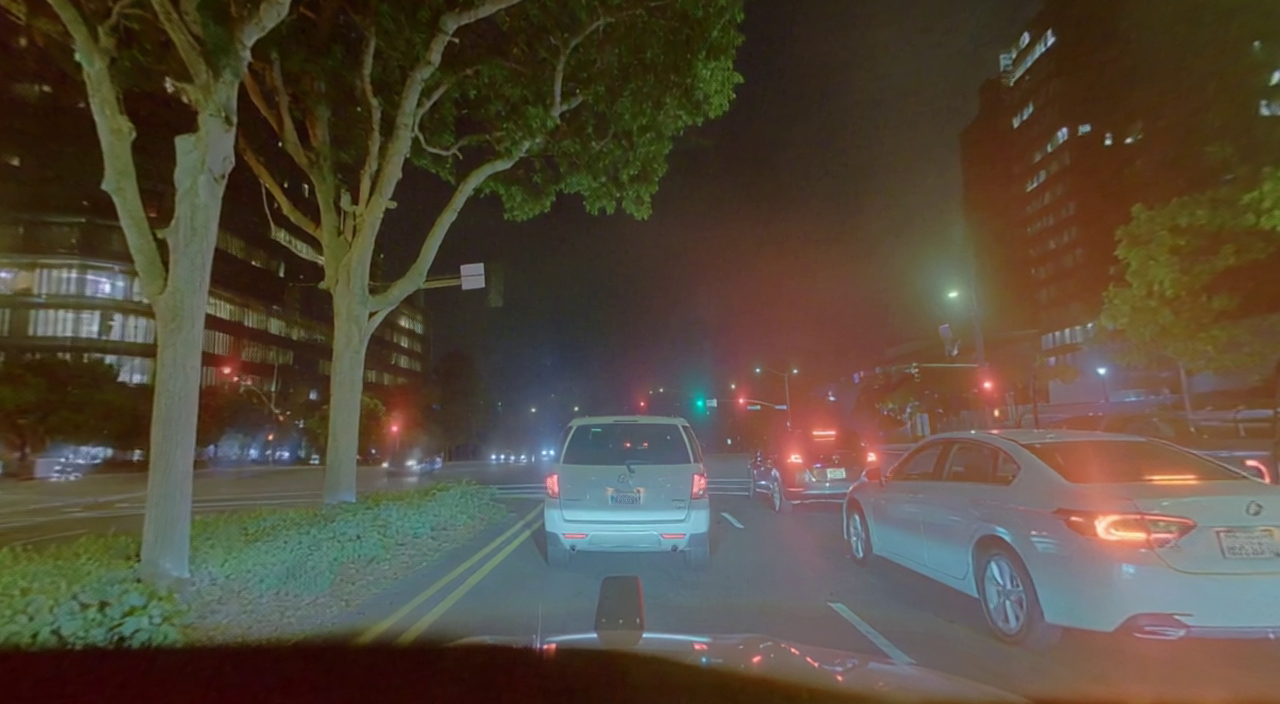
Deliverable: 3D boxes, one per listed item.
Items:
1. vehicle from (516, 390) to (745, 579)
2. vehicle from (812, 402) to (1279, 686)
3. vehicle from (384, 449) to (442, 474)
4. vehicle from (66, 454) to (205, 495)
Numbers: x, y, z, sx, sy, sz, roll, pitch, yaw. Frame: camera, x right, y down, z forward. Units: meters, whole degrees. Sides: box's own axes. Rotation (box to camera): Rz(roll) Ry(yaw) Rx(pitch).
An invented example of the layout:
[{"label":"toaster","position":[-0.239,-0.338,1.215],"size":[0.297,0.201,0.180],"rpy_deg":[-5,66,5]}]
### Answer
[{"label":"vehicle","position":[-0.199,1.621,8.445],"size":[2.236,1.827,4.316],"rpy_deg":[1,-9,-3]},{"label":"vehicle","position":[3.369,1.419,5.962],"size":[2.034,1.558,4.774],"rpy_deg":[0,-9,-1]},{"label":"vehicle","position":[-14.599,7.042,40.824],"size":[2.035,1.454,4.513],"rpy_deg":[0,-9,0]},{"label":"vehicle","position":[-20.615,5.004,26.140],"size":[1.899,1.469,4.668],"rpy_deg":[0,-9,0]}]
